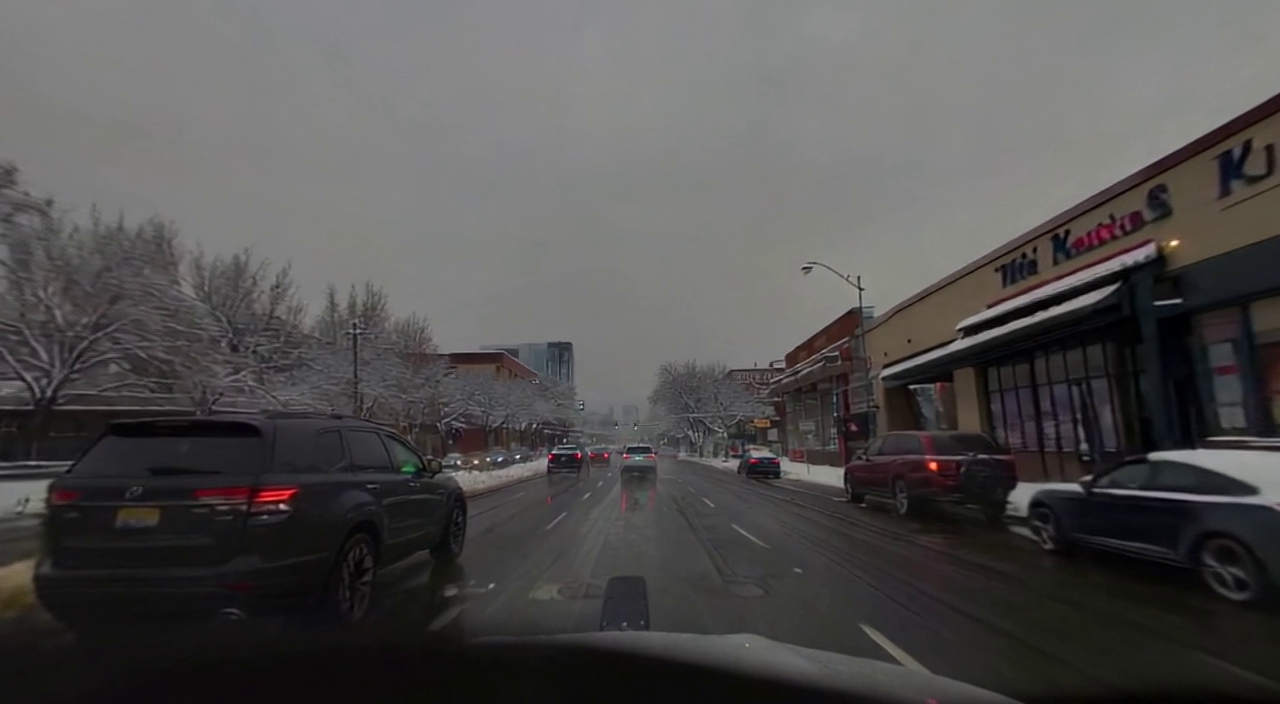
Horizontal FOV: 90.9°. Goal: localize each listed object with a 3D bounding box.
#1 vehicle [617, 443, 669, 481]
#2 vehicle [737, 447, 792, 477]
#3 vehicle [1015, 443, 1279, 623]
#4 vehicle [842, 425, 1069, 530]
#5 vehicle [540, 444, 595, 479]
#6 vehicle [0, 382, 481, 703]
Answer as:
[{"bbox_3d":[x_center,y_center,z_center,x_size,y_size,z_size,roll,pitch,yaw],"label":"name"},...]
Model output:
[{"bbox_3d":[0.118,4.656,26.928,2.037,1.484,4.073,0,-9,0],"label":"vehicle"},{"bbox_3d":[6.689,5.930,34.281,2.014,1.495,4.562,0,-9,-1],"label":"vehicle"},{"bbox_3d":[6.235,1.691,6.552,1.944,1.462,4.406,0,-9,0],"label":"vehicle"},{"bbox_3d":[6.332,2.571,13.587,2.159,1.817,5.056,0,-9,-2],"label":"vehicle"},{"bbox_3d":[-3.219,4.955,28.768,1.950,1.450,4.257,0,-9,1],"label":"vehicle"},{"bbox_3d":[-3.000,1.308,5.413,2.049,1.646,4.445,0,-9,1],"label":"vehicle"}]
